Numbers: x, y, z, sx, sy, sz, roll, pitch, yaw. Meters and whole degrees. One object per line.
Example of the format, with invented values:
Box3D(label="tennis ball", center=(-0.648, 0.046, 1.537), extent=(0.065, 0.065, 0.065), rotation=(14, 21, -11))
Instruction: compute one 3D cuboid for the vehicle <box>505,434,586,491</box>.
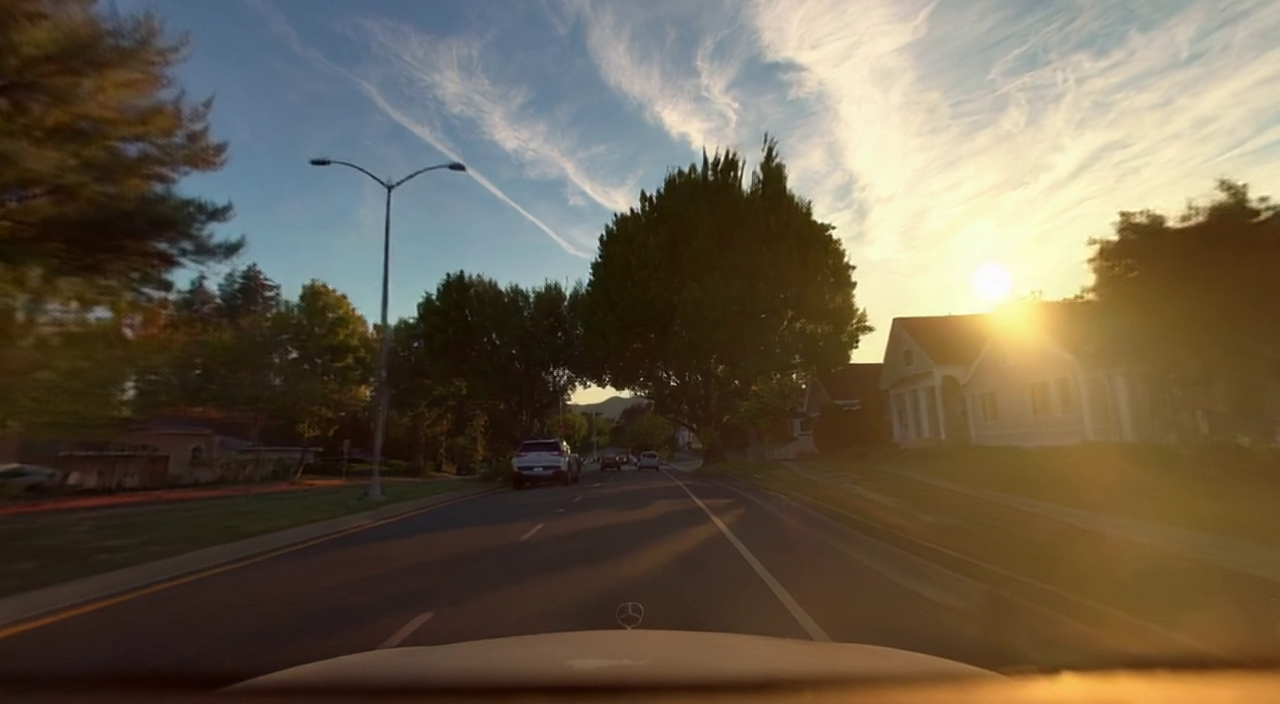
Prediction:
Box3D(label="vehicle", center=(-3.174, 3.805, 22.132), extent=(2.073, 1.770, 4.302), rotation=(0, -8, 2))
